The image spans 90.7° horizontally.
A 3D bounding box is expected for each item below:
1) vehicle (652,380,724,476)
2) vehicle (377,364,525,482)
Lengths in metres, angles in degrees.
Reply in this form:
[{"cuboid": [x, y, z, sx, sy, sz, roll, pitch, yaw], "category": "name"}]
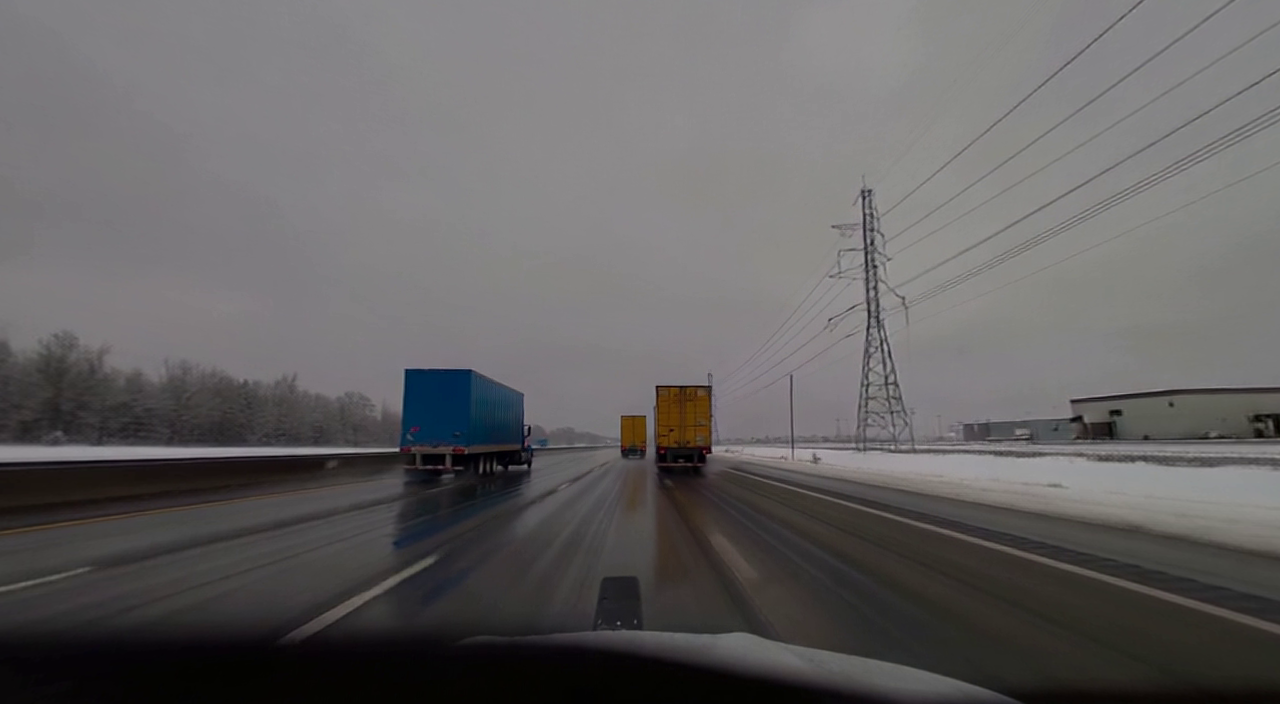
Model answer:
[{"cuboid": [2.041, 3.801, 30.536, 2.858, 3.847, 10.034, -1, -9, 1], "category": "vehicle"}, {"cuboid": [-7.374, 3.209, 26.967, 2.937, 3.981, 11.119, 0, -8, 0], "category": "vehicle"}]
